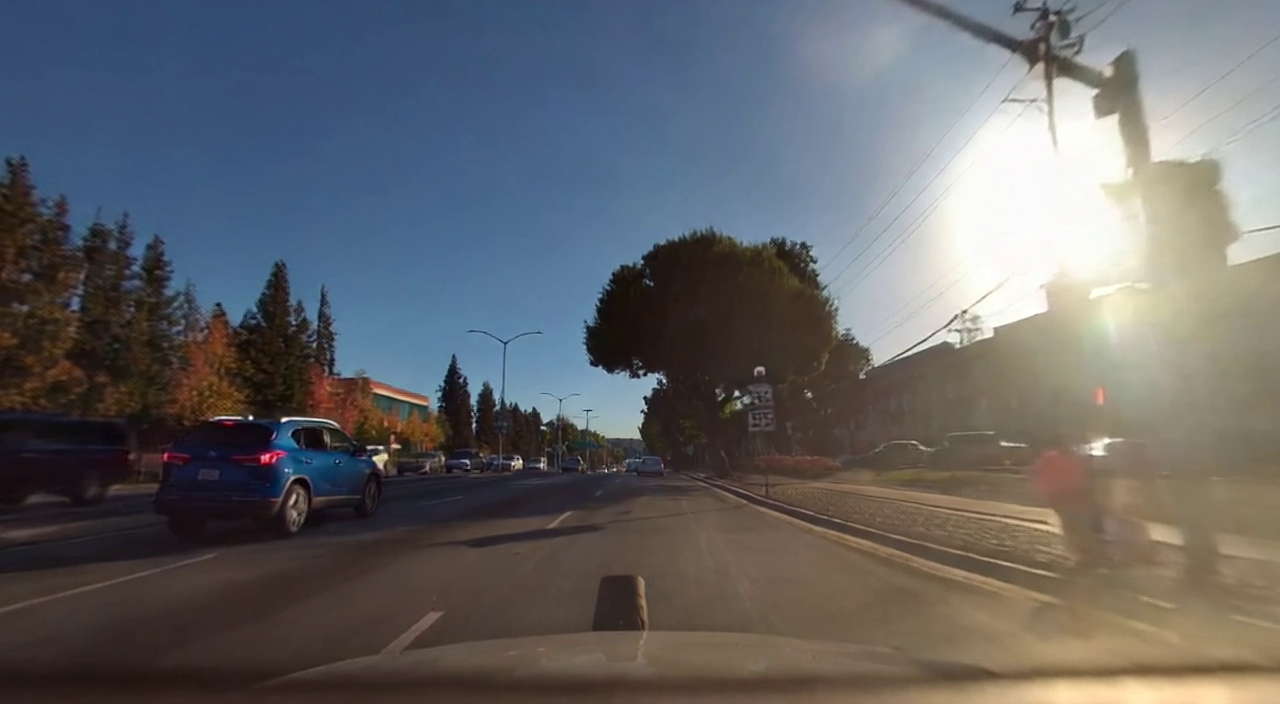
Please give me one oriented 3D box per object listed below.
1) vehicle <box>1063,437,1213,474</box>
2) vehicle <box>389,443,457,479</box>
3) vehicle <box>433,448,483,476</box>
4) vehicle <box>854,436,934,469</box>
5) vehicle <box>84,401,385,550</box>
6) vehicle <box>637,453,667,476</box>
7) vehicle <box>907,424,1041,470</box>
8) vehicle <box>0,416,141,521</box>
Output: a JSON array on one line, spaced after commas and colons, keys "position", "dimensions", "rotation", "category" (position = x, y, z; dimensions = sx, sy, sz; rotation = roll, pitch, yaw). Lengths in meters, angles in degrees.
[{"position": [21.914, 4.588, 28.061], "dimensions": [1.933, 1.487, 5.136], "rotation": [2, -9, -11], "category": "vehicle"}, {"position": [-11.637, 5.858, 34.084], "dimensions": [2.042, 1.801, 4.378], "rotation": [0, -9, 1], "category": "vehicle"}, {"position": [-11.932, 7.208, 41.644], "dimensions": [1.953, 1.697, 4.725], "rotation": [0, -9, -1], "category": "vehicle"}, {"position": [12.821, 5.092, 32.089], "dimensions": [1.884, 1.522, 4.642], "rotation": [1, -9, -4], "category": "vehicle"}, {"position": [-6.134, 1.918, 10.358], "dimensions": [2.027, 1.908, 4.273], "rotation": [0, -9, 0], "category": "vehicle"}, {"position": [0.855, 8.240, 46.273], "dimensions": [2.091, 1.494, 3.962], "rotation": [0, -9, 0], "category": "vehicle"}, {"position": [13.508, 3.912, 25.906], "dimensions": [1.950, 1.697, 4.906], "rotation": [3, -9, -15], "category": "vehicle"}, {"position": [-12.107, 2.017, 10.923], "dimensions": [2.167, 1.799, 5.682], "rotation": [0, -9, 1], "category": "vehicle"}]
